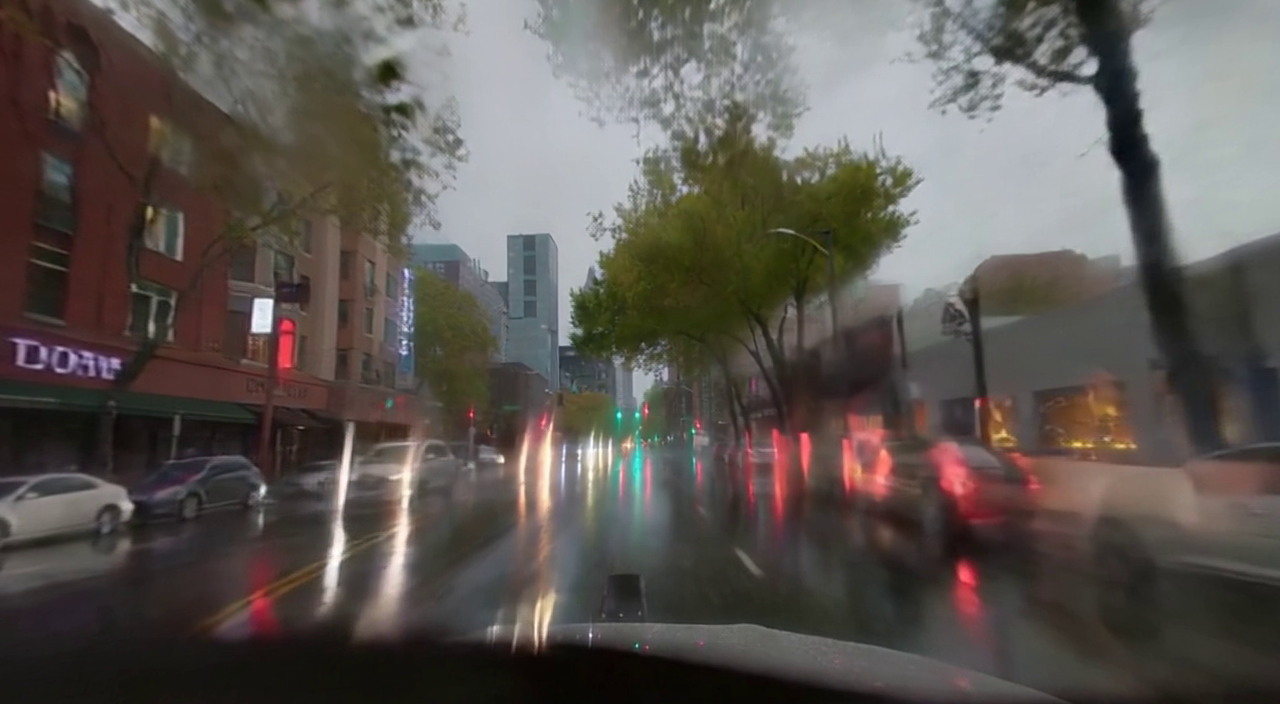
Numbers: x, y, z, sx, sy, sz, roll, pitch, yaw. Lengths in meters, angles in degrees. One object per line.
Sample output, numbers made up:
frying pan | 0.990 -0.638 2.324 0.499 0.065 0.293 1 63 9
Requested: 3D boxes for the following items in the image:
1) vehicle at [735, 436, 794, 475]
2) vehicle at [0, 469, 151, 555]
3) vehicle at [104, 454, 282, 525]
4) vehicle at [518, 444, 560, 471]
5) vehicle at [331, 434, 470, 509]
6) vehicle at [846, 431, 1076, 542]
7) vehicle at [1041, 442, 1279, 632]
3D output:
vehicle | 6.036 5.078 31.142 2.047 1.720 4.353 0 -9 0
vehicle | -12.501 3.162 12.602 1.868 1.418 4.415 -2 -9 1
vehicle | -12.009 3.660 17.395 1.834 1.643 4.110 -1 -9 1
vehicle | -6.232 6.566 39.502 1.898 1.532 4.337 -1 -9 0
vehicle | -6.362 3.210 17.467 2.095 1.759 4.413 -1 -9 0
vehicle | 5.564 2.358 11.773 1.899 1.642 4.463 0 -9 0
vehicle | 5.844 1.500 5.376 1.787 1.463 4.506 0 -9 -2
